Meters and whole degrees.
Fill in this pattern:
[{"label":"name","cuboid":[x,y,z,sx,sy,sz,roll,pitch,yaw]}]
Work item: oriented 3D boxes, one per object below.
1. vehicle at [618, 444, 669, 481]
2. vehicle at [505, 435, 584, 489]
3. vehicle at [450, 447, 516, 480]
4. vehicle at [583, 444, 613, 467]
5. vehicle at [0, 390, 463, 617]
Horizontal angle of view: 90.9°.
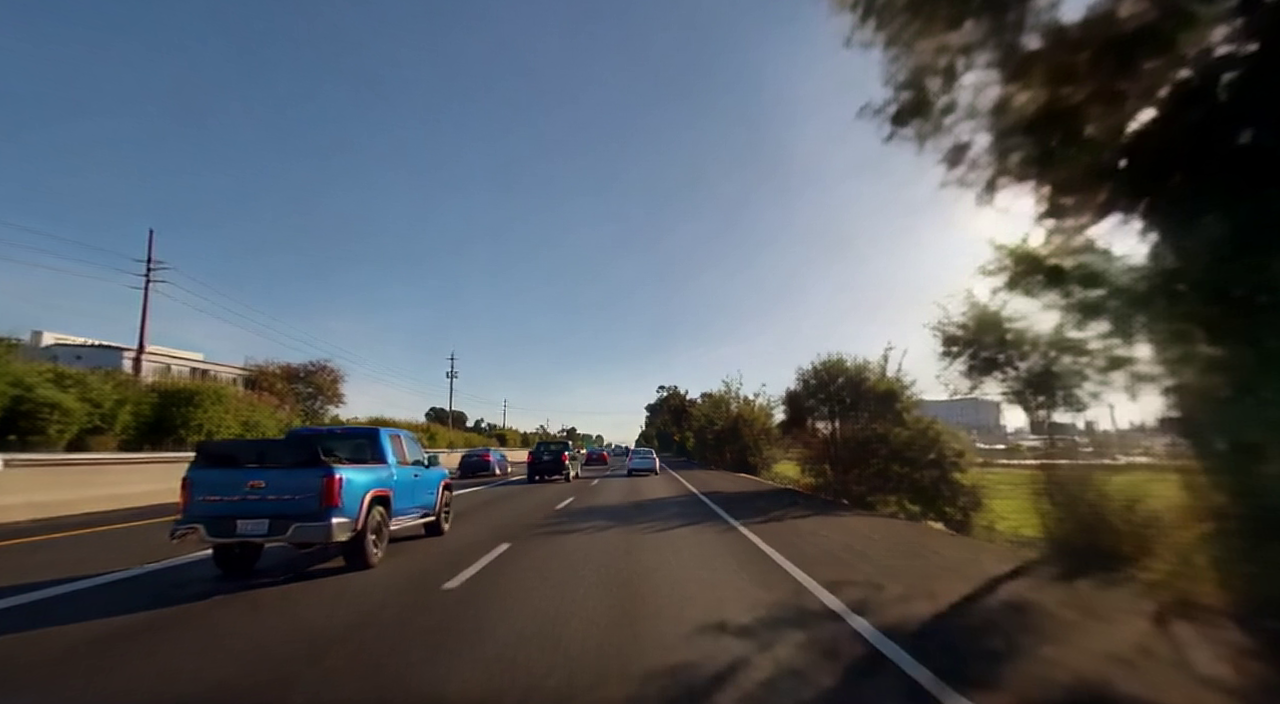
[{"label":"vehicle","cuboid":[0.130,4.817,27.757,2.047,1.473,3.978,0,-8,0]},{"label":"vehicle","cuboid":[-3.435,4.082,23.703,2.133,1.789,4.518,-1,-8,2]},{"label":"vehicle","cuboid":[-7.537,5.369,30.700,1.974,1.454,4.478,-1,-8,1]},{"label":"vehicle","cuboid":[-3.252,8.119,49.586,1.993,1.717,4.321,-1,-8,2]},{"label":"vehicle","cuboid":[-4.130,1.640,7.938,2.198,1.848,5.346,0,-8,0]}]
